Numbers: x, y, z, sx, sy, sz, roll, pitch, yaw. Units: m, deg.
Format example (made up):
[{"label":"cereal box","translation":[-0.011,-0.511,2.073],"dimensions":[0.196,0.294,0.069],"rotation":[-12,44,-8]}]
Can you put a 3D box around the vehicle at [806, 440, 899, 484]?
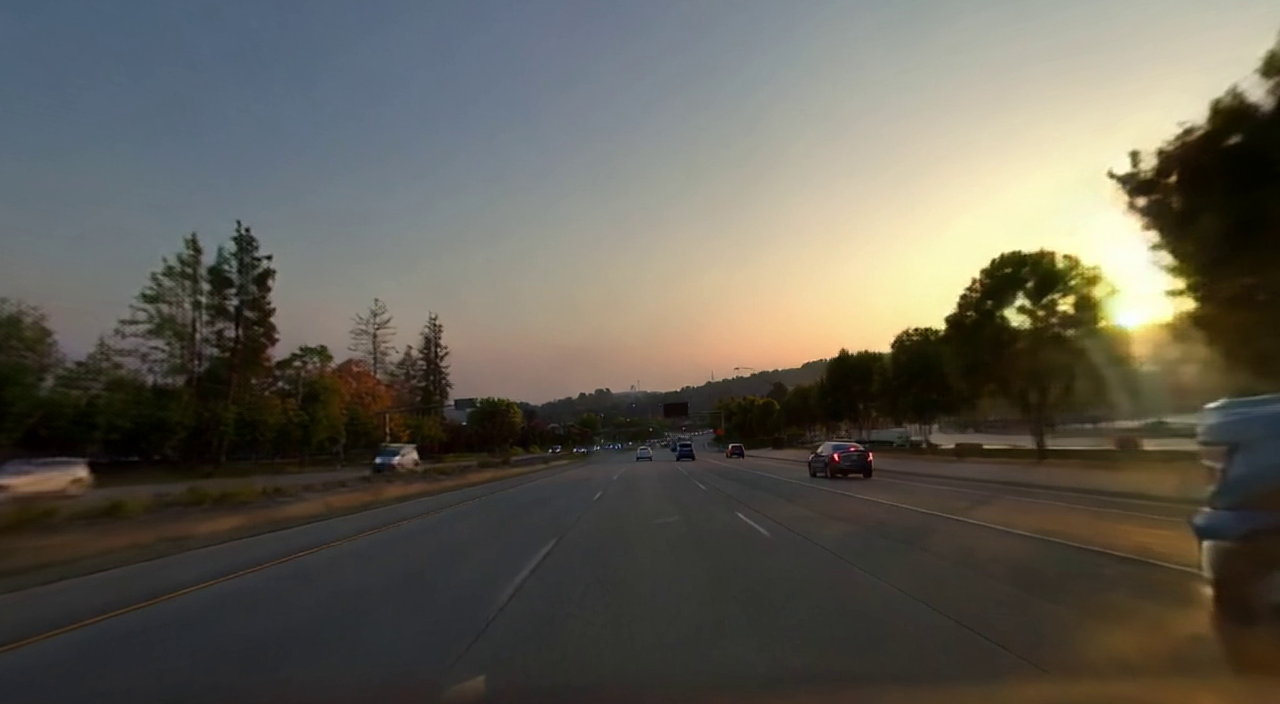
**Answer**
[{"label":"vehicle","translation":[7.968,4.164,24.141],"dimensions":[1.989,1.526,4.443],"rotation":[0,-9,0]}]
